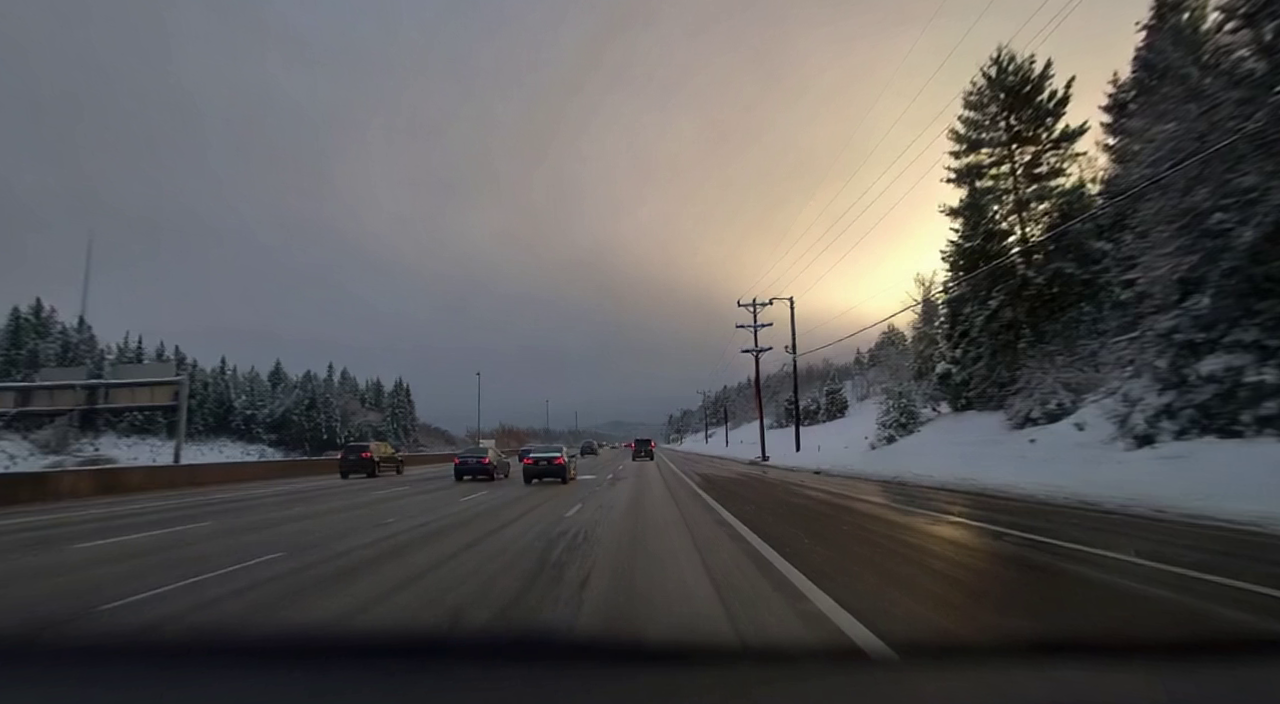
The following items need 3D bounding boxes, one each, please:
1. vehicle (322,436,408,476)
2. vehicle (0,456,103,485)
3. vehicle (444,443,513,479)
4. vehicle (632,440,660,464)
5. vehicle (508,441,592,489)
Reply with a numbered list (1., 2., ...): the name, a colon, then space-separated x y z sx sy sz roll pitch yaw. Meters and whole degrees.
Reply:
1. vehicle: -14.259 5.423 33.088 2.172 1.946 5.017 0 -9 1
2. vehicle: -31.676 6.346 34.059 1.760 1.424 4.051 0 -9 0
3. vehicle: -7.157 4.846 28.344 1.899 1.472 4.202 0 -9 1
4. vehicle: 0.389 7.546 47.798 2.001 1.732 4.823 0 -9 -1
5. vehicle: -2.913 3.800 21.485 2.064 1.446 4.409 0 -9 2
